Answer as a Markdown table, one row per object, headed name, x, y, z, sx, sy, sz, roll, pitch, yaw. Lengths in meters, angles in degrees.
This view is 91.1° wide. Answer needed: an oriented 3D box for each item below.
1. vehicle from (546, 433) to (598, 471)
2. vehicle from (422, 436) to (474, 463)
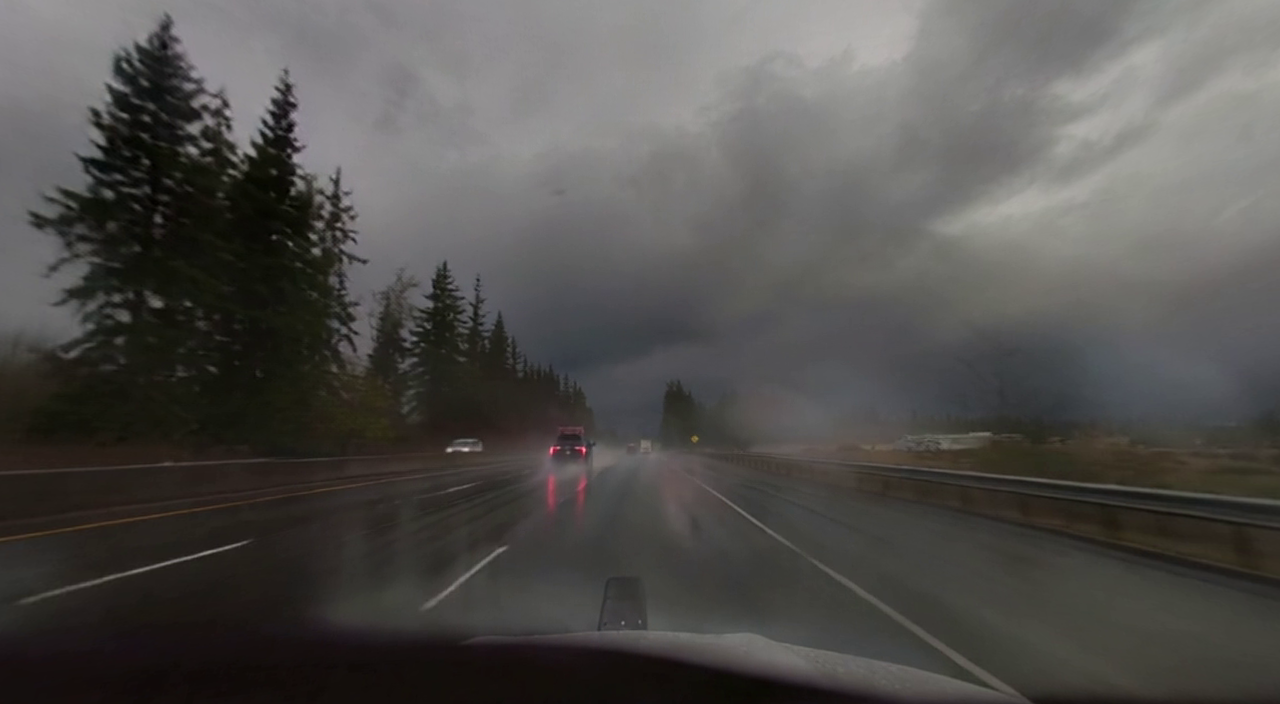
| name | x | y | z | sx | sy | sz | roll | pitch | yaw |
| --- | --- | --- | --- | --- | --- | --- | --- | --- | --- |
| vehicle | -3.404 | 5.125 | 32.370 | 2.084 | 1.752 | 4.479 | -1 | -8 | 1 |
| vehicle | -13.549 | 6.906 | 44.651 | 2.126 | 1.744 | 4.816 | 0 | -8 | 1 |
